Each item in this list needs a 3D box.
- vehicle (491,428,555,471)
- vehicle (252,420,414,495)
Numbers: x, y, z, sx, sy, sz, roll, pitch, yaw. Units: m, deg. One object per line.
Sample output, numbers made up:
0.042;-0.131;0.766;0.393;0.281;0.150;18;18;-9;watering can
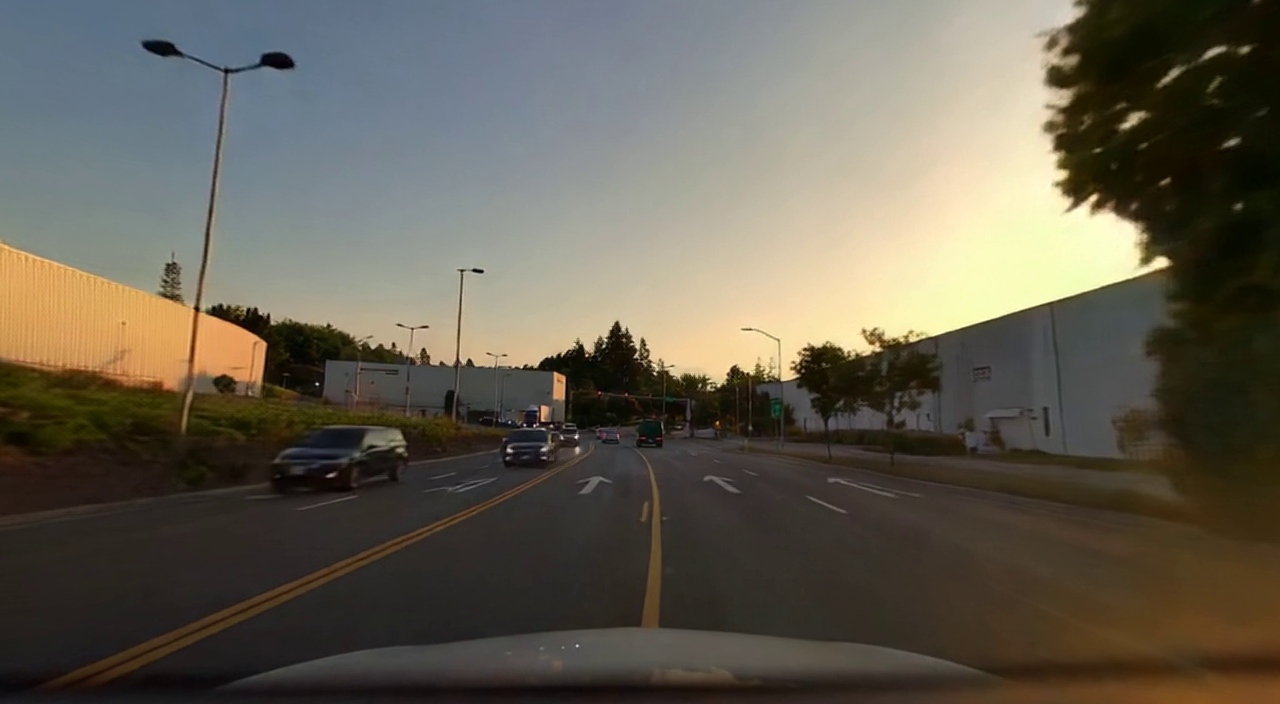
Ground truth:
-4.395;3.696;24.243;1.727;1.519;3.805;0;-7;0;vehicle
-7.362;2.542;15.639;1.957;1.588;3.965;0;-7;1;vehicle
